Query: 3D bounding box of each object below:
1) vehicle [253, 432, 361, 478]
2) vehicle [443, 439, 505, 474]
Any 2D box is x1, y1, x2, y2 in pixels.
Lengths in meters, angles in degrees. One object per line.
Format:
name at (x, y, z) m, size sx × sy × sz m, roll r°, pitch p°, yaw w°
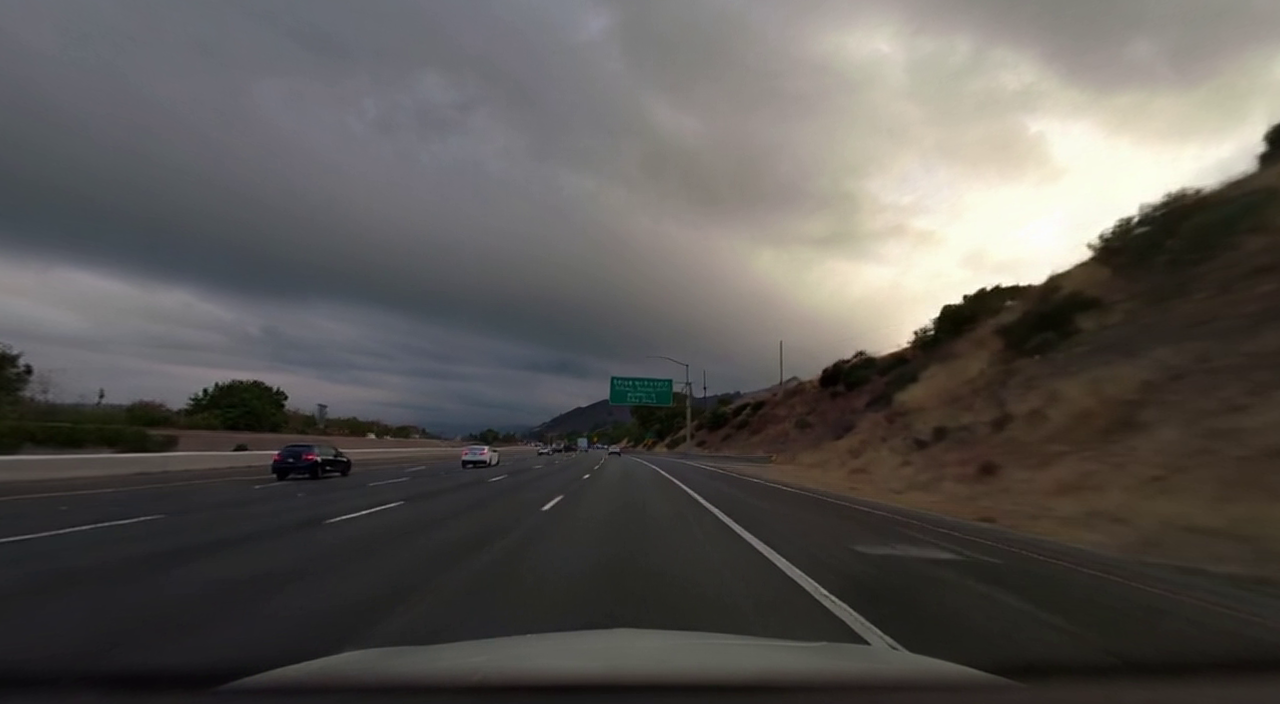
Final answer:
vehicle at (-15.715, 4.887, 30.251) m, size 2.240 × 1.953 × 5.452 m, roll 0°, pitch -9°, yaw -1°
vehicle at (-8.613, 5.467, 33.187) m, size 2.104 × 1.715 × 4.319 m, roll 0°, pitch -9°, yaw -1°
